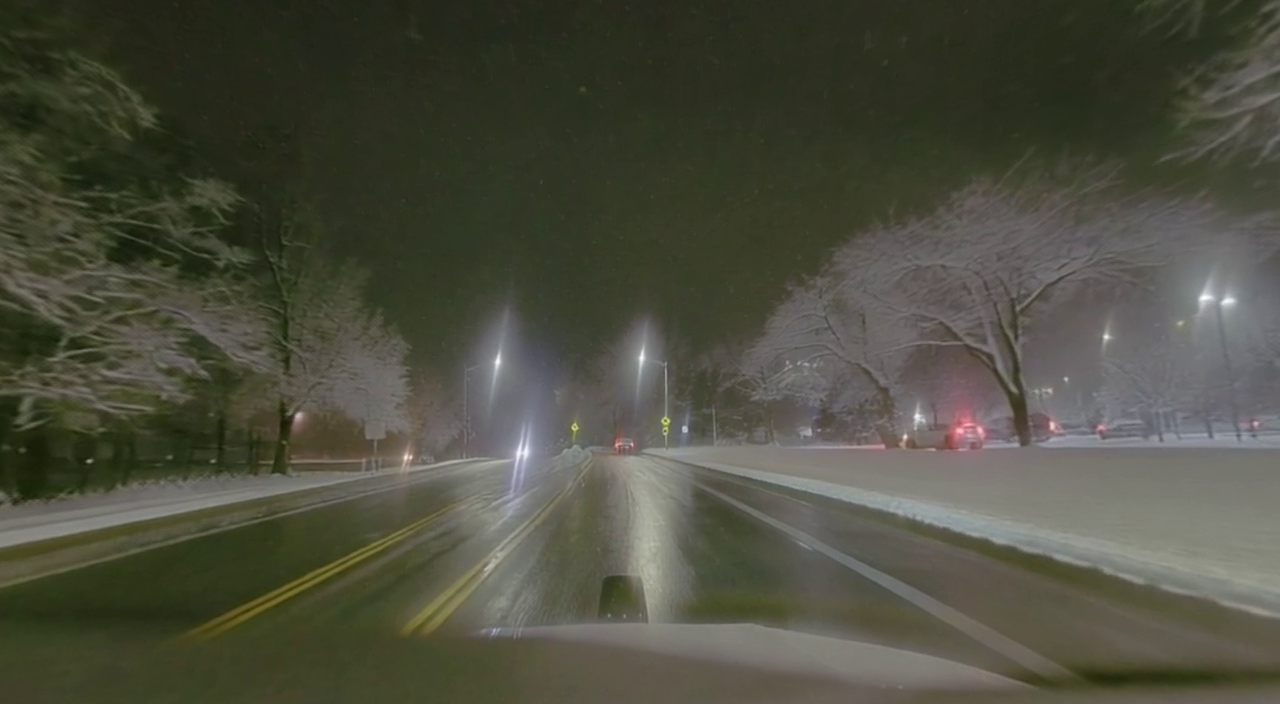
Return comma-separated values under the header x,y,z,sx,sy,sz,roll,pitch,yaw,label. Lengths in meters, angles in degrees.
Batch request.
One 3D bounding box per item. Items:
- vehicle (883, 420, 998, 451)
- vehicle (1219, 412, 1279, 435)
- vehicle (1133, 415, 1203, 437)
x,y,z,sx,sy,sz,roll,pitch,yaw,label
14.769,4.143,31.117,4.744,1.476,1.926,1,-8,-5,vehicle
44.546,5.200,45.548,1.868,1.571,4.451,-2,-8,13,vehicle
39.250,5.544,46.964,1.823,1.489,4.541,-1,-8,9,vehicle
